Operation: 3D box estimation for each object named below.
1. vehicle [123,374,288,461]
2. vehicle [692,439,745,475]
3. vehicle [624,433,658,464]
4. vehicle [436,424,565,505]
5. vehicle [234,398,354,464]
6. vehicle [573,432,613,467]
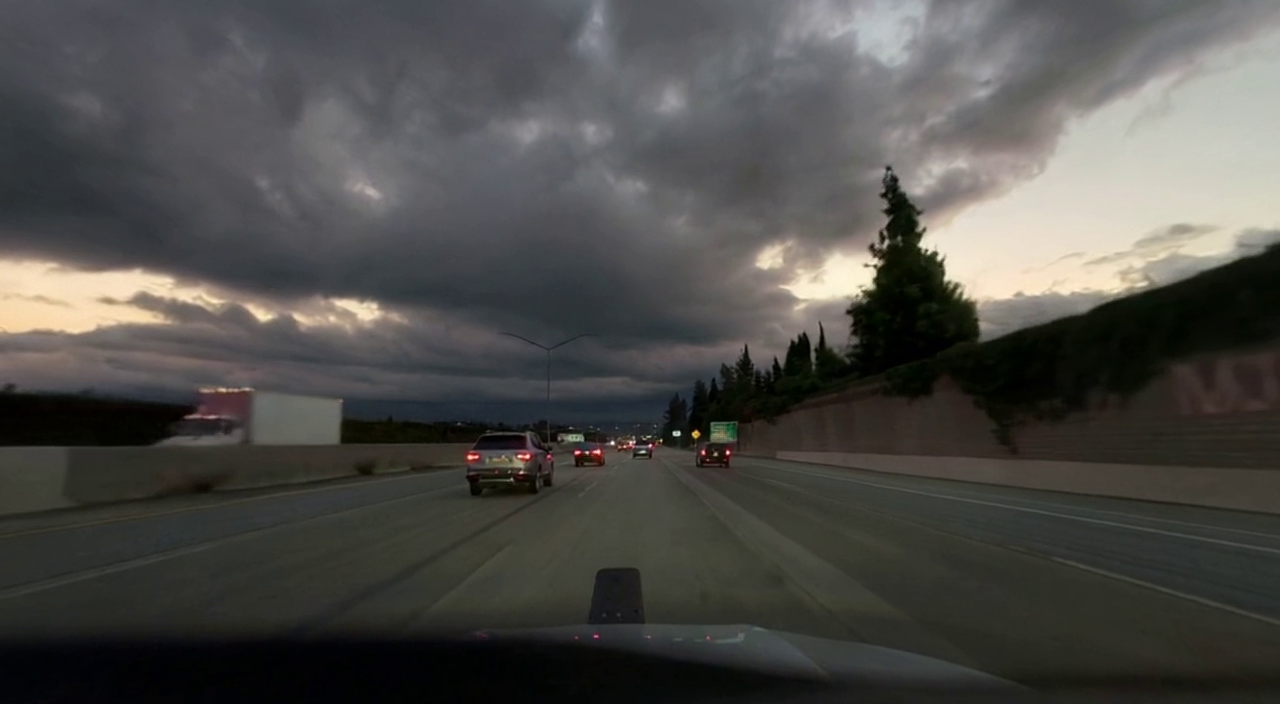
[{"bbox_3d":[-20.980,3.368,31.056,3.039,3.834,6.726,0,-9,1],"label":"vehicle"},{"bbox_3d":[4.115,5.611,33.883,2.224,1.752,4.487,0,-9,-1],"label":"vehicle"},{"bbox_3d":[0.094,7.512,49.023,2.485,2.215,5.199,0,-9,0],"label":"vehicle"},{"bbox_3d":[-3.504,2.961,17.097,2.184,1.819,5.441,0,-9,1],"label":"vehicle"},{"bbox_3d":[-20.996,4.969,38.876,2.782,3.650,7.779,0,-9,1],"label":"vehicle"},{"bbox_3d":[-3.146,6.676,43.114,2.378,2.214,4.352,0,-9,0],"label":"vehicle"}]
